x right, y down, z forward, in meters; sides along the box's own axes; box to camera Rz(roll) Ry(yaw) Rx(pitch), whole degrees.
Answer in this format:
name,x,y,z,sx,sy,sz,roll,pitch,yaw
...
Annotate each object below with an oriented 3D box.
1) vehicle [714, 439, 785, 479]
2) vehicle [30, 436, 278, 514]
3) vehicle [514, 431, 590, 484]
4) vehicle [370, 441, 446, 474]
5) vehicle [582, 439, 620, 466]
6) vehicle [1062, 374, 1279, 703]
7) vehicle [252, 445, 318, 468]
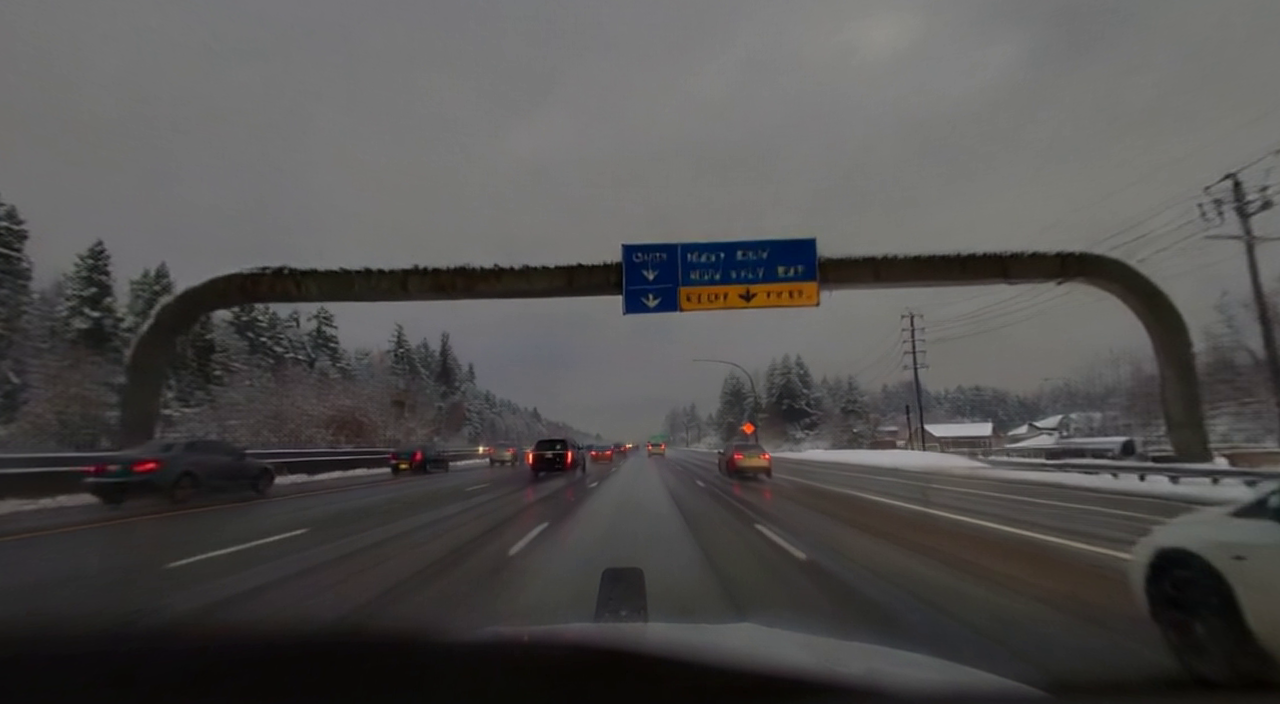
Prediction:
name,x,y,z,sx,sy,sz,roll,pitch,yaw
vehicle,4.394,4.378,26.073,2.022,1.472,4.678,0,-8,-1
vehicle,-10.726,2.711,14.523,1.926,1.479,4.688,0,-8,1
vehicle,-3.130,3.873,23.454,2.133,1.775,4.530,0,-8,1
vehicle,-11.042,5.039,30.417,1.877,1.458,4.543,0,-8,1
vehicle,-2.519,6.682,42.211,2.133,1.668,4.505,0,-8,2
vehicle,3.742,0.761,1.812,2.036,1.580,4.360,0,-8,0
vehicle,-23.530,6.925,41.989,1.834,1.482,4.337,0,-8,1
